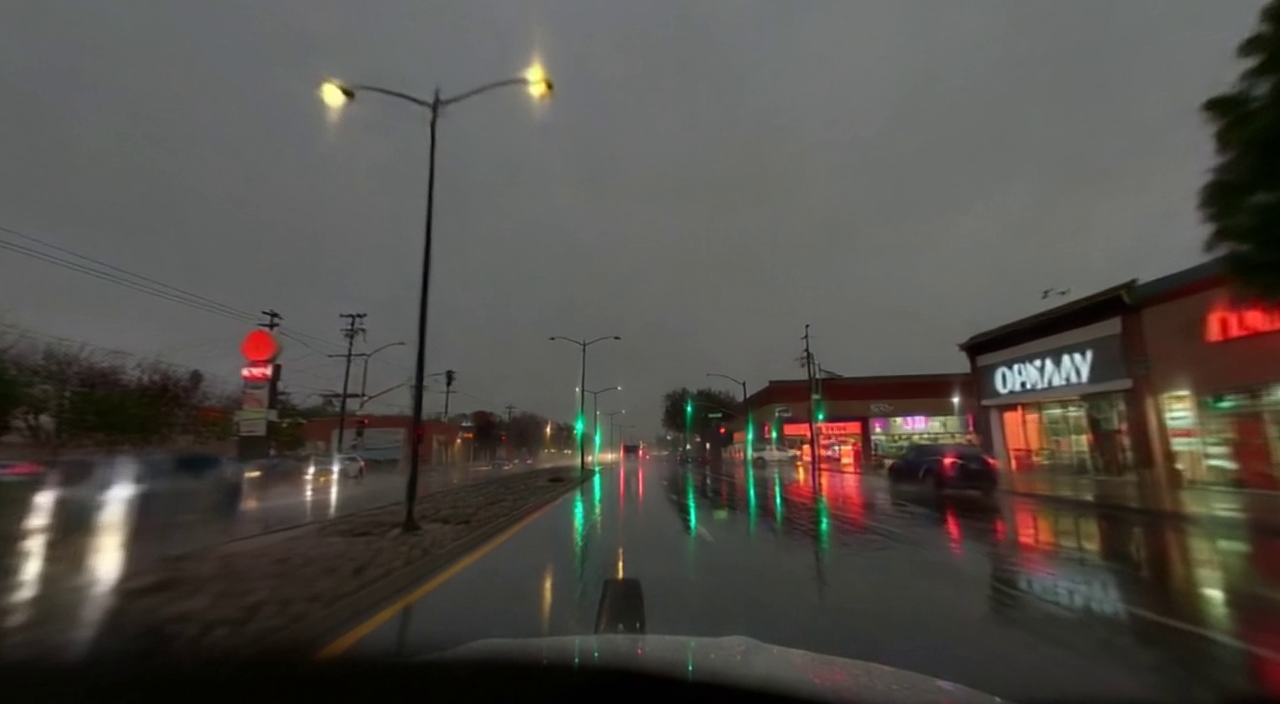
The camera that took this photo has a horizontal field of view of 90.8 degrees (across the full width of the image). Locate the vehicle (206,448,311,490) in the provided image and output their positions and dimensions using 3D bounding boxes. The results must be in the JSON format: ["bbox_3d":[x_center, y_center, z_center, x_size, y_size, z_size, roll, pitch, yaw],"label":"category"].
[{"bbox_3d":[-17.991,5.569,30.111,1.944,1.794,4.849,0,-10,0],"label":"vehicle"}]

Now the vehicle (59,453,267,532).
[{"bbox_3d":[-10.949,3.228,14.948,1.792,1.584,3.937,0,-10,0],"label":"vehicle"}]

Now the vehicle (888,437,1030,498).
[{"bbox_3d":[9.842,3.574,19.990,2.019,1.694,4.491,0,-8,-2],"label":"vehicle"}]

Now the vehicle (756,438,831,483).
[{"bbox_3d":[6.258,4.462,26.309,1.974,1.679,4.611,0,-8,1],"label":"vehicle"}]

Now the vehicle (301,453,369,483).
[{"bbox_3d":[-18.185,6.913,37.935,1.882,1.645,4.511,0,-8,-1],"label":"vehicle"}]
